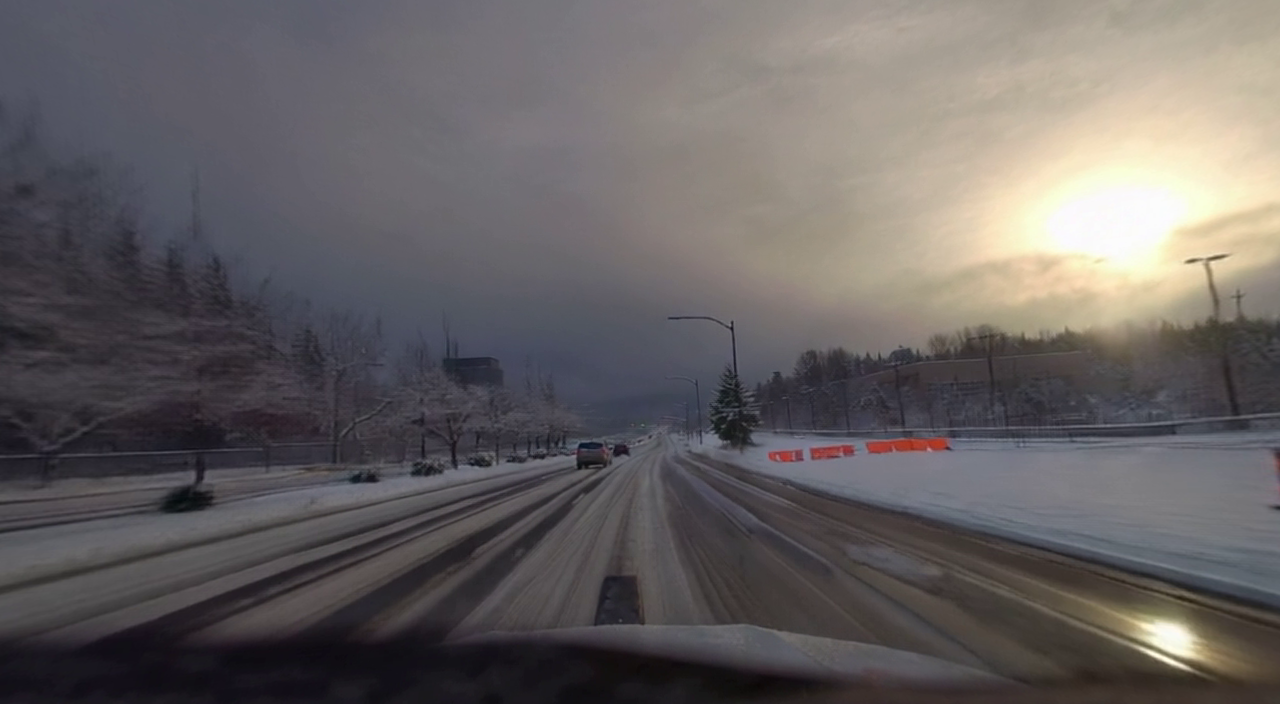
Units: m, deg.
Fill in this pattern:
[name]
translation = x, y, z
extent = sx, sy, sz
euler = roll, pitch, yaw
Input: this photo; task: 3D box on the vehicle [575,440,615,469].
[vehicle]
translation = -2.700, 6.238, 38.630
extent = 2.121, 1.654, 3.993
euler = 0, -8, 1
